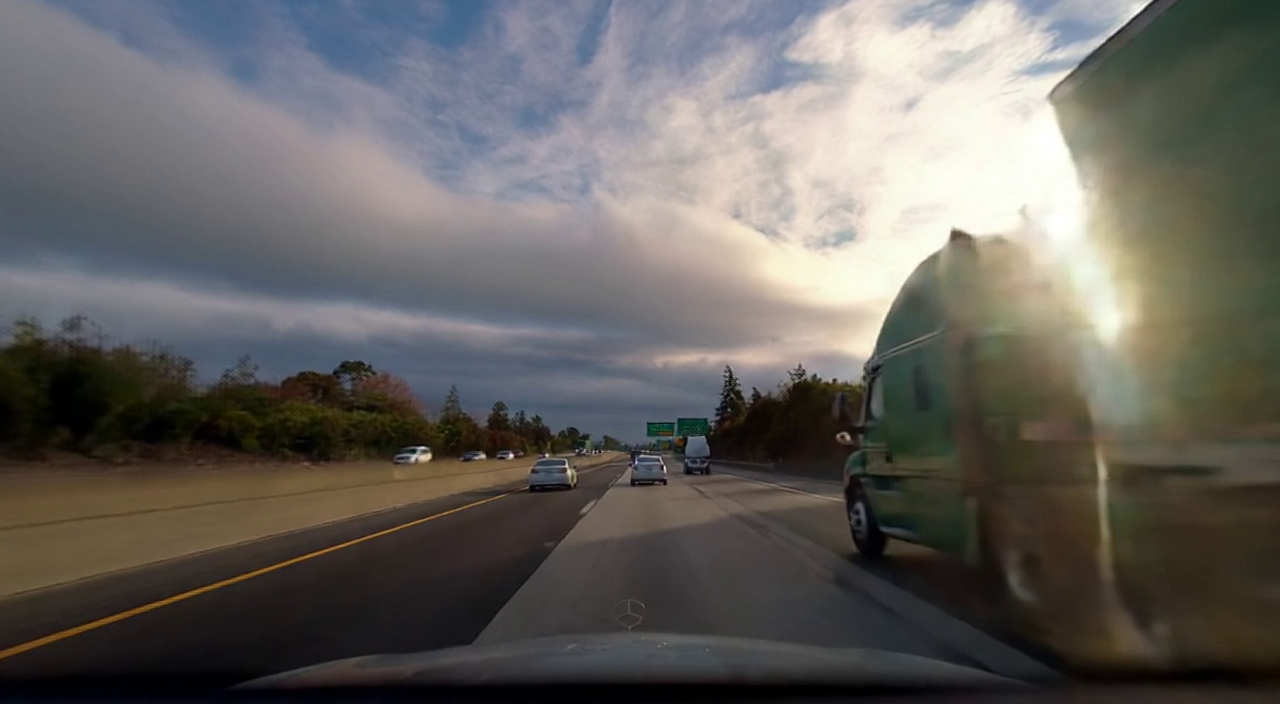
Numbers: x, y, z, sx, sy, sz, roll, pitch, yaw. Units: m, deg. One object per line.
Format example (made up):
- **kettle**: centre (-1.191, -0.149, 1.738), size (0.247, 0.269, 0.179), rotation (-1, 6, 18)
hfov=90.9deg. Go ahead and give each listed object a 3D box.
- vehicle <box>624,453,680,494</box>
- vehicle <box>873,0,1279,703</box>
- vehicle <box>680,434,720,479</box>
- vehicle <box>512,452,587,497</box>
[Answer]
- **vehicle**: centre (0.454, 4.898, 25.765), size (2.089, 1.516, 4.191), rotation (0, -9, 0)
- **vehicle**: centre (4.740, 0.263, 5.551), size (3.019, 3.957, 5.903), rotation (0, -9, 0)
- **vehicle**: centre (4.501, 7.677, 46.129), size (2.650, 2.978, 6.937), rotation (-2, -10, 7)
- **vehicle**: centre (-3.255, 4.492, 23.468), size (2.105, 1.467, 4.099), rotation (0, -9, 1)
